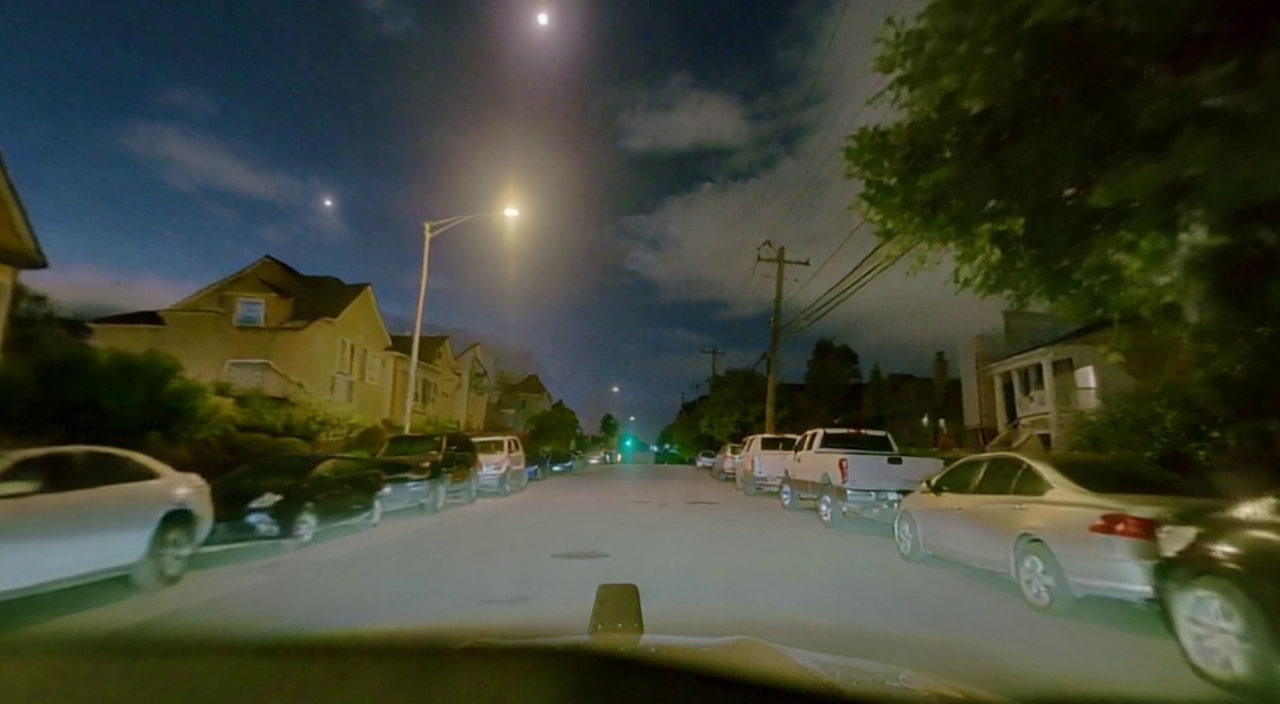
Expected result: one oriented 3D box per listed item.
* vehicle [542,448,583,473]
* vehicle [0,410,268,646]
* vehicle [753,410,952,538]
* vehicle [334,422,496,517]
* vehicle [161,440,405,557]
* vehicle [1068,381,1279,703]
[{"bbox_3d":[-4.677,6.593,38.579,1.958,1.359,4.357,0,-8,0],"label":"vehicle"},{"bbox_3d":[-5.539,1.397,5.412,1.909,1.675,4.442,0,-8,1],"label":"vehicle"},{"bbox_3d":[3.968,2.398,13.079,2.237,2.071,5.332,0,-8,0],"label":"vehicle"},{"bbox_3d":[-5.139,2.743,15.306,2.034,1.923,4.713,-1,-8,2],"label":"vehicle"},{"bbox_3d":[-5.351,2.190,10.129,1.745,1.502,3.648,0,-8,0],"label":"vehicle"},{"bbox_3d":[4.312,0.932,2.213,2.055,1.763,5.134,5,-10,0],"label":"vehicle"}]
